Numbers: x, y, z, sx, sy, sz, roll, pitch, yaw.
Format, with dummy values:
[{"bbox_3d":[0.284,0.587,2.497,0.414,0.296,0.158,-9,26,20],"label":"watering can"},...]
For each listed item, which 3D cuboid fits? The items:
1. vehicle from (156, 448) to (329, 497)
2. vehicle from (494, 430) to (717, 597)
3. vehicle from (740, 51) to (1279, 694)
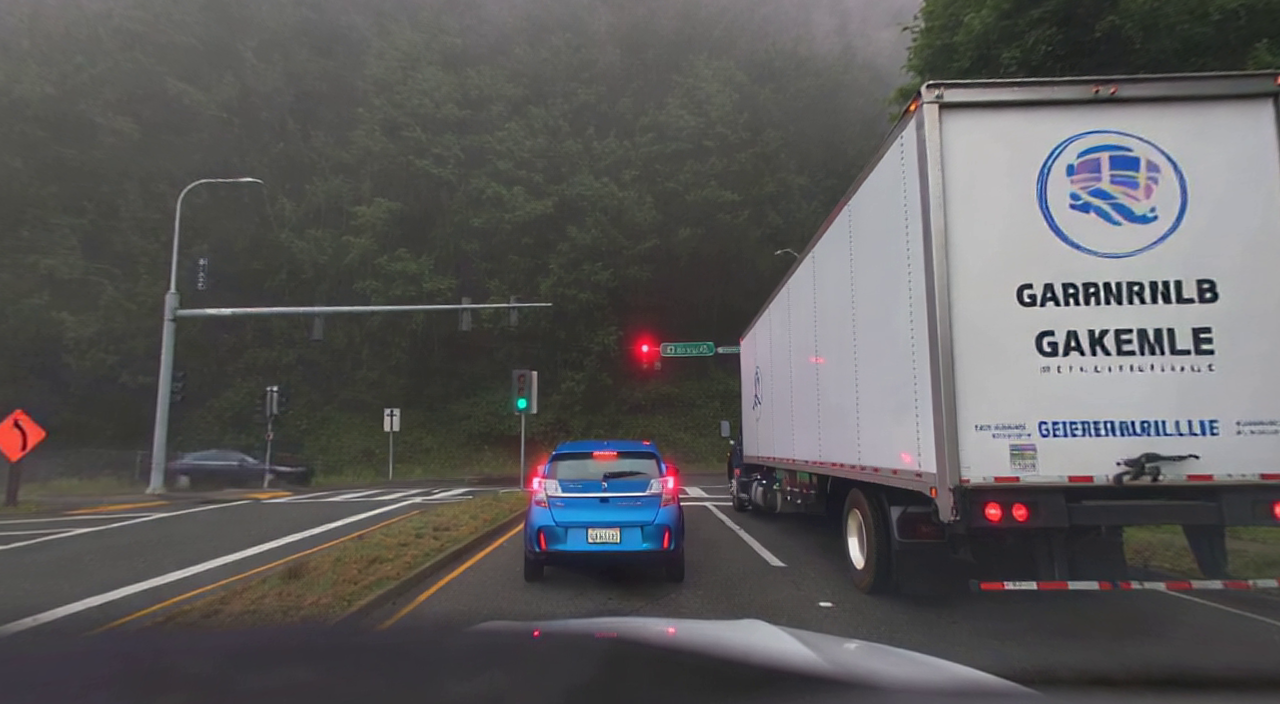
[{"bbox_3d":[-14.195,4.318,22.807,4.839,1.659,1.877,1,-9,-8],"label":"vehicle"},{"bbox_3d":[-0.343,1.710,7.431,1.975,1.457,3.526,0,-9,-1],"label":"vehicle"},{"bbox_3d":[3.496,0.725,8.488,2.884,3.753,9.763,0,-9,1],"label":"vehicle"}]
